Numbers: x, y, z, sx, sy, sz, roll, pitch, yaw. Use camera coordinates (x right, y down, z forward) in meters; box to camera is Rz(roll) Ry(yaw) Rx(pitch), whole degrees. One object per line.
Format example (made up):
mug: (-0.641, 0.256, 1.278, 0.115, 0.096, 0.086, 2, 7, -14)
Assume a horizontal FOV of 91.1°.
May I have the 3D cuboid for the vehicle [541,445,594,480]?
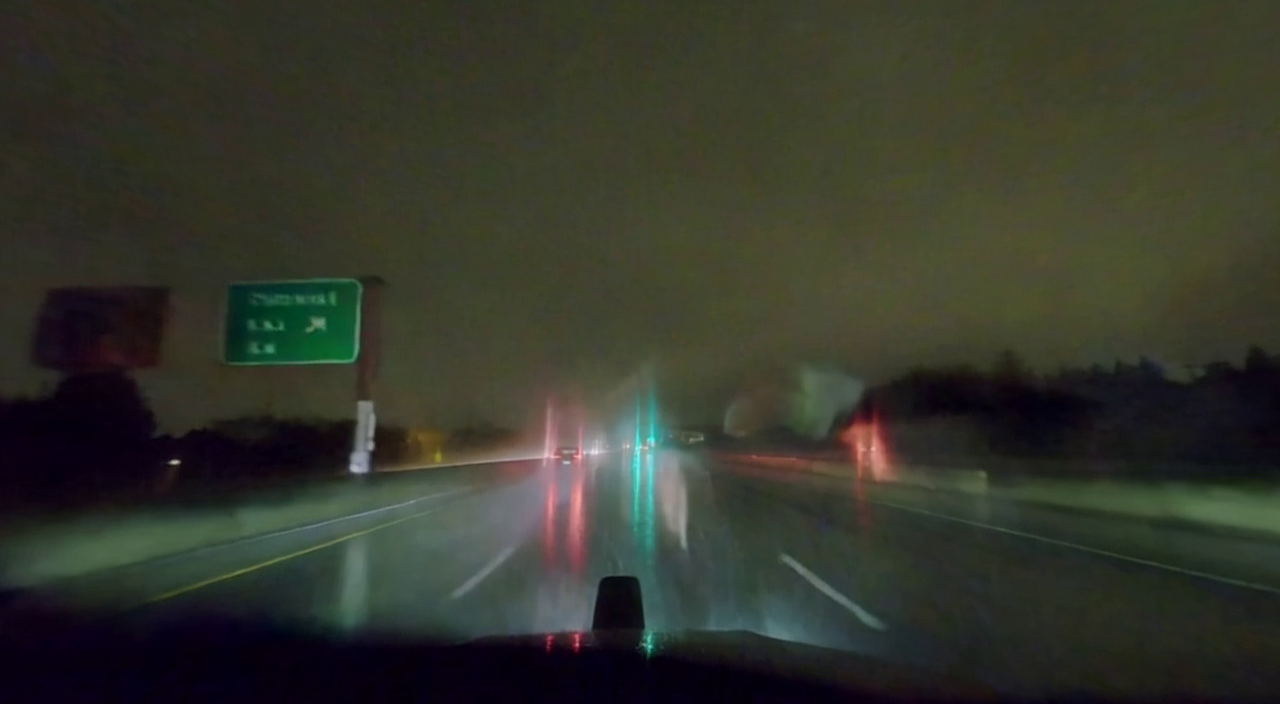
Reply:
vehicle: (-3.361, 5.229, 30.027, 2.100, 1.525, 4.179, 0, -9, -1)
